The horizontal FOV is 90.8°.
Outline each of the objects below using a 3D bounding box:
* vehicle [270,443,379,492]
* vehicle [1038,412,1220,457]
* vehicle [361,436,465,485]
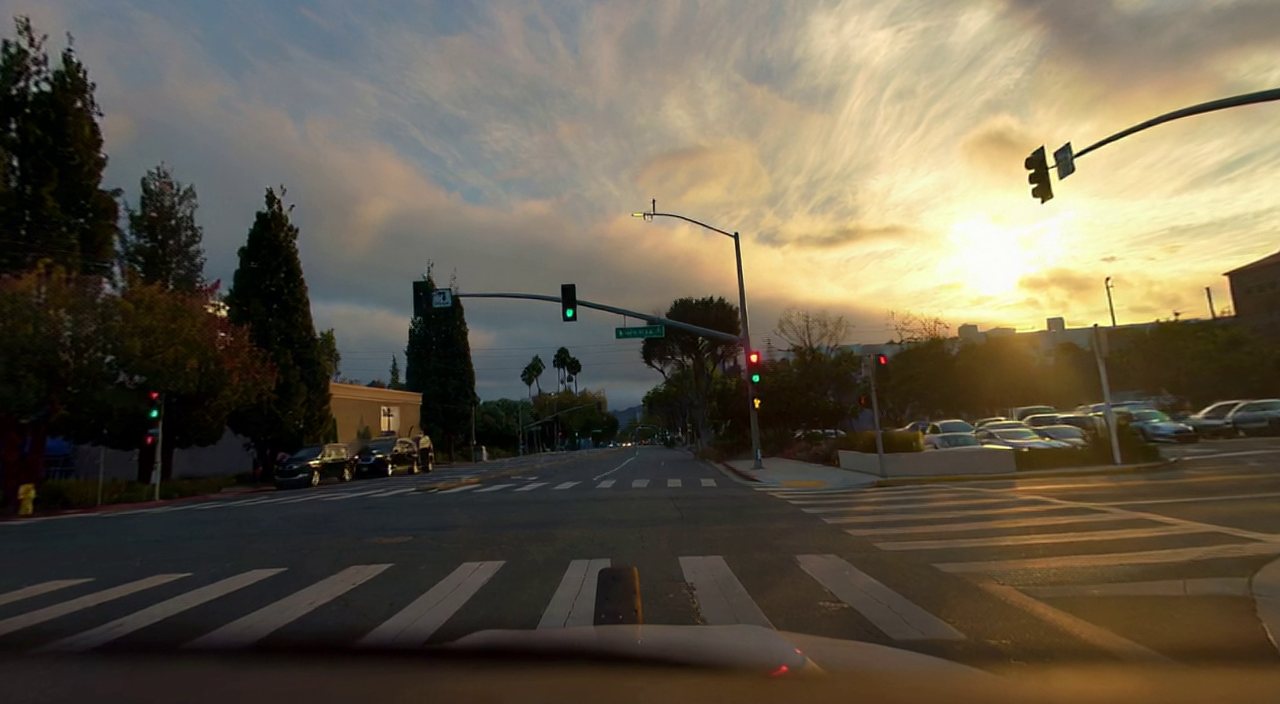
[{"bbox_3d":[-13.789,5.060,28.063,2.306,1.957,4.968,0,-9,-1],"label":"vehicle"},{"bbox_3d":[16.903,2.912,22.131,4.560,1.453,1.851,-3,-9,18],"label":"vehicle"},{"bbox_3d":[-10.156,4.925,28.989,2.664,1.940,5.702,-1,-9,0],"label":"vehicle"}]
